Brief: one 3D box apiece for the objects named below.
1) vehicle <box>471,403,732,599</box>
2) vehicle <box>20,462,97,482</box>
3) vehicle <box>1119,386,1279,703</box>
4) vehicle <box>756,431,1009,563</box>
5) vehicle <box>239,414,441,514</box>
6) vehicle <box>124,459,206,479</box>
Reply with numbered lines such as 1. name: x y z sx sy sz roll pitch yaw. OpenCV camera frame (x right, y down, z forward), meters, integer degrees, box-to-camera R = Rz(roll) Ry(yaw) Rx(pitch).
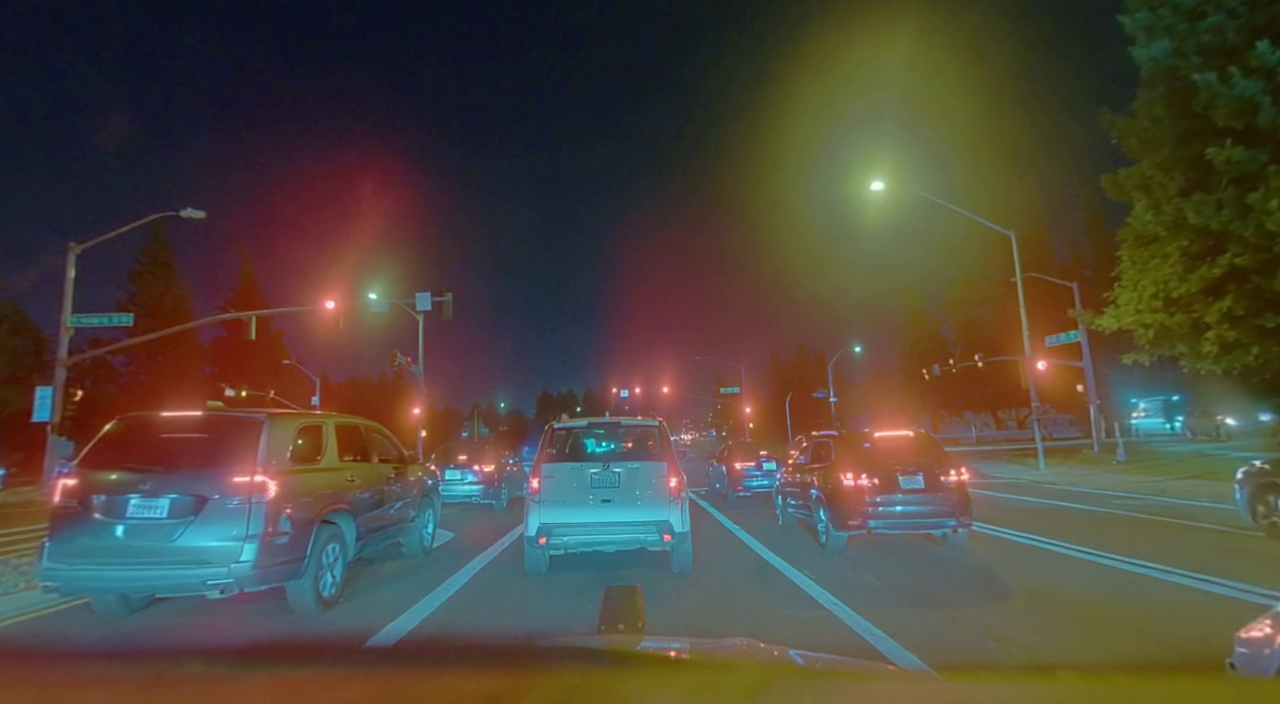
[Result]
1. vehicle: -0.312 1.600 7.565 2.256 1.694 4.055 0 -9 1
2. vehicle: -45.661 9.413 49.336 4.232 1.498 1.791 0 -9 1
3. vehicle: 3.301 0.666 0.785 1.980 1.515 4.362 0 -9 1
4. vehicle: 3.163 1.981 9.403 1.971 1.473 4.495 0 -8 0
5. vehicle: -6.721 2.589 14.930 2.214 1.953 5.017 0 -9 1
6. vehicle: -37.352 9.162 49.400 4.914 1.487 1.850 0 -9 1
